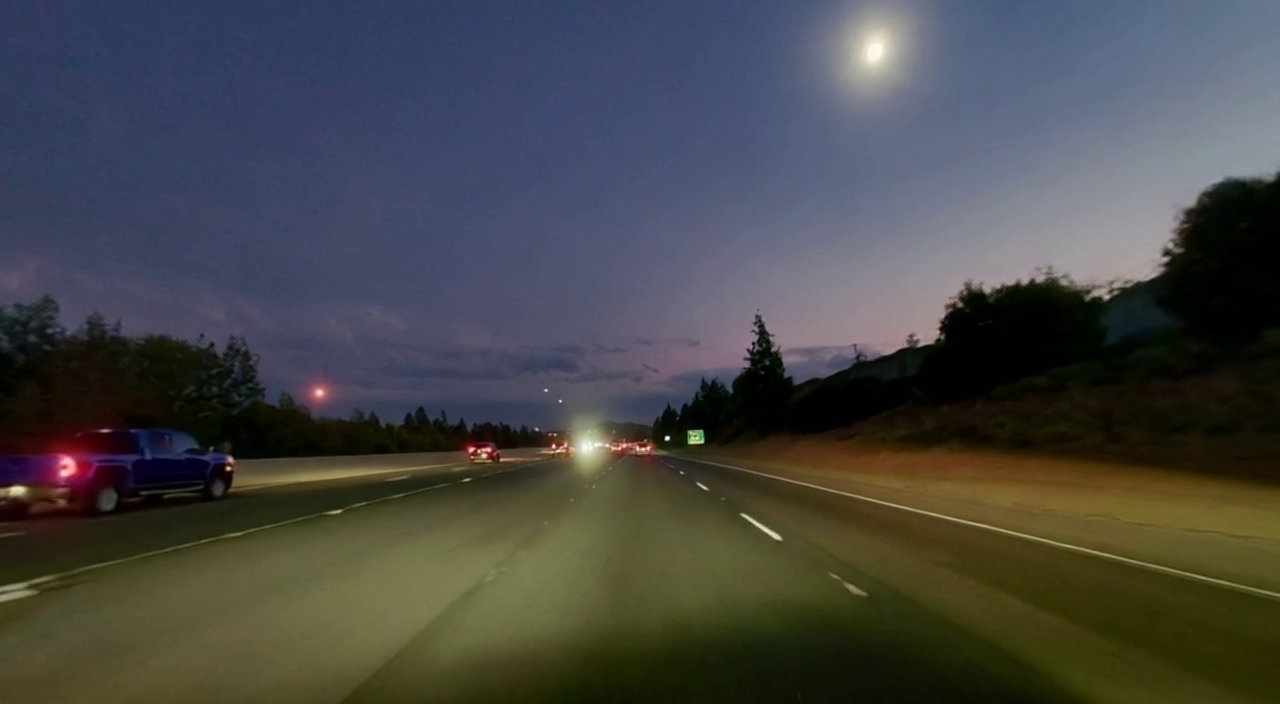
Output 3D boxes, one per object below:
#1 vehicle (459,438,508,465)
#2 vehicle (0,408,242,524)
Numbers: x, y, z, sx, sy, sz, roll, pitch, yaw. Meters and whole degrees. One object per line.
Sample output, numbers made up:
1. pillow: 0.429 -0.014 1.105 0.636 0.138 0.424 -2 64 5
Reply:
1. vehicle: -10.919 7.012 44.485 2.195 1.795 4.659 0 -9 1
2. vehicle: -10.662 2.231 12.822 2.012 1.875 4.895 0 -9 -1
